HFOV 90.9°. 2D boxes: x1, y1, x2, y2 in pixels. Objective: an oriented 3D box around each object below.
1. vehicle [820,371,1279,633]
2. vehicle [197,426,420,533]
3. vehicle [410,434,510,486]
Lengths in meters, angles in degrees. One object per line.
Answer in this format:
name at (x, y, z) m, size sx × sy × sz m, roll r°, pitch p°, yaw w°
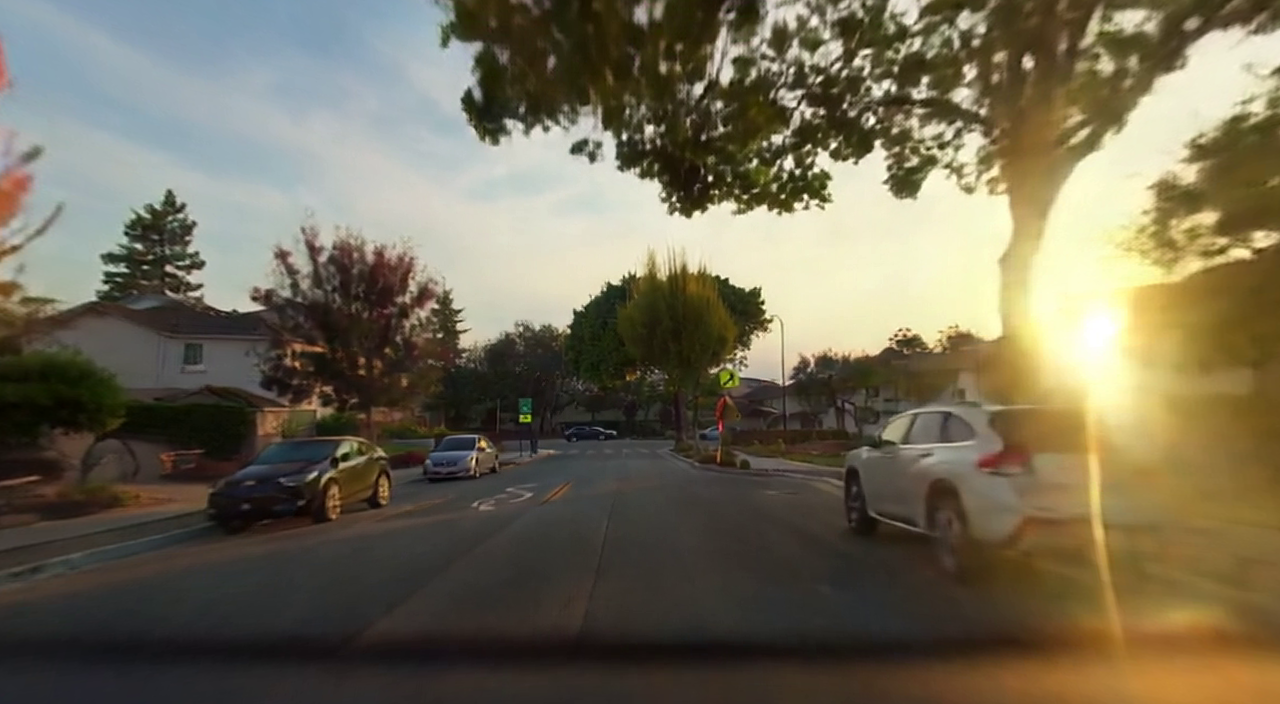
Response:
vehicle at (3.442, 1.259, 6.362) m, size 1.997 × 1.663 × 4.544 m, roll -1°, pitch -8°, yaw 2°
vehicle at (-5.478, 2.109, 11.054) m, size 1.842 × 1.540 × 3.704 m, roll 0°, pitch -8°, yaw 0°
vehicle at (-5.511, 3.352, 19.885) m, size 1.919 × 1.464 × 4.155 m, roll 0°, pitch -8°, yaw 0°
